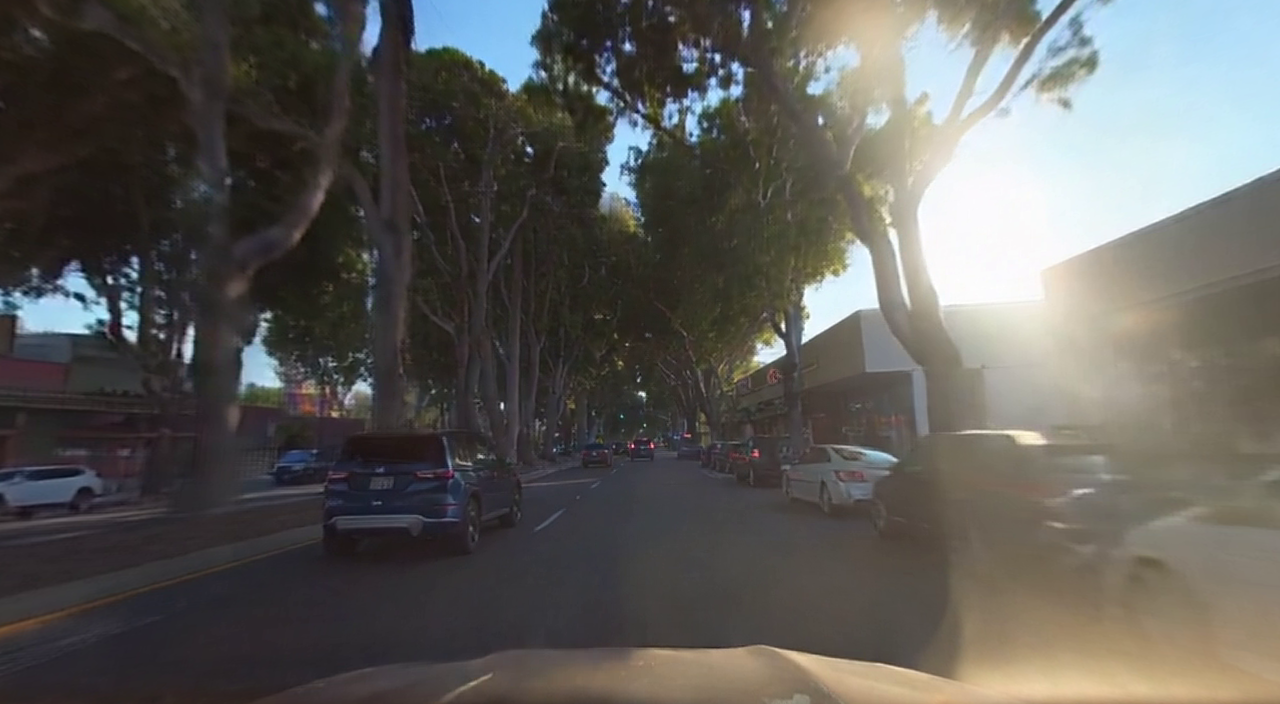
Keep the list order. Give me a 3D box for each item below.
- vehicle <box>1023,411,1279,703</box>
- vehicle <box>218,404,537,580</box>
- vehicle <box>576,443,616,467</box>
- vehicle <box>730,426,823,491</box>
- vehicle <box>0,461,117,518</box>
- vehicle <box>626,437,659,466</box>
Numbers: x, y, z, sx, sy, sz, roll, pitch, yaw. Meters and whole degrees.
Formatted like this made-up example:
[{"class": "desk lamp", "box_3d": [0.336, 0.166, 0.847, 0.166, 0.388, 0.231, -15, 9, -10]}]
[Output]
[{"class": "vehicle", "box_3d": [4.040, 1.025, 2.842, 1.887, 1.517, 4.257, 0, -8, -1]}, {"class": "vehicle", "box_3d": [-2.963, 1.717, 8.598, 2.186, 1.708, 4.746, 0, -8, 2]}, {"class": "vehicle", "box_3d": [-2.797, 6.673, 41.130, 2.151, 1.484, 4.468, 0, -8, 2]}, {"class": "vehicle", "box_3d": [4.445, 3.562, 21.409, 2.079, 1.910, 4.855, 0, -8, 0]}, {"class": "vehicle", "box_3d": [-18.990, 4.168, 19.295, 1.888, 1.500, 4.622, 0, -8, 2]}, {"class": "vehicle", "box_3d": [0.158, 6.466, 40.959, 2.075, 1.770, 4.018, 0, -8, 0]}]
